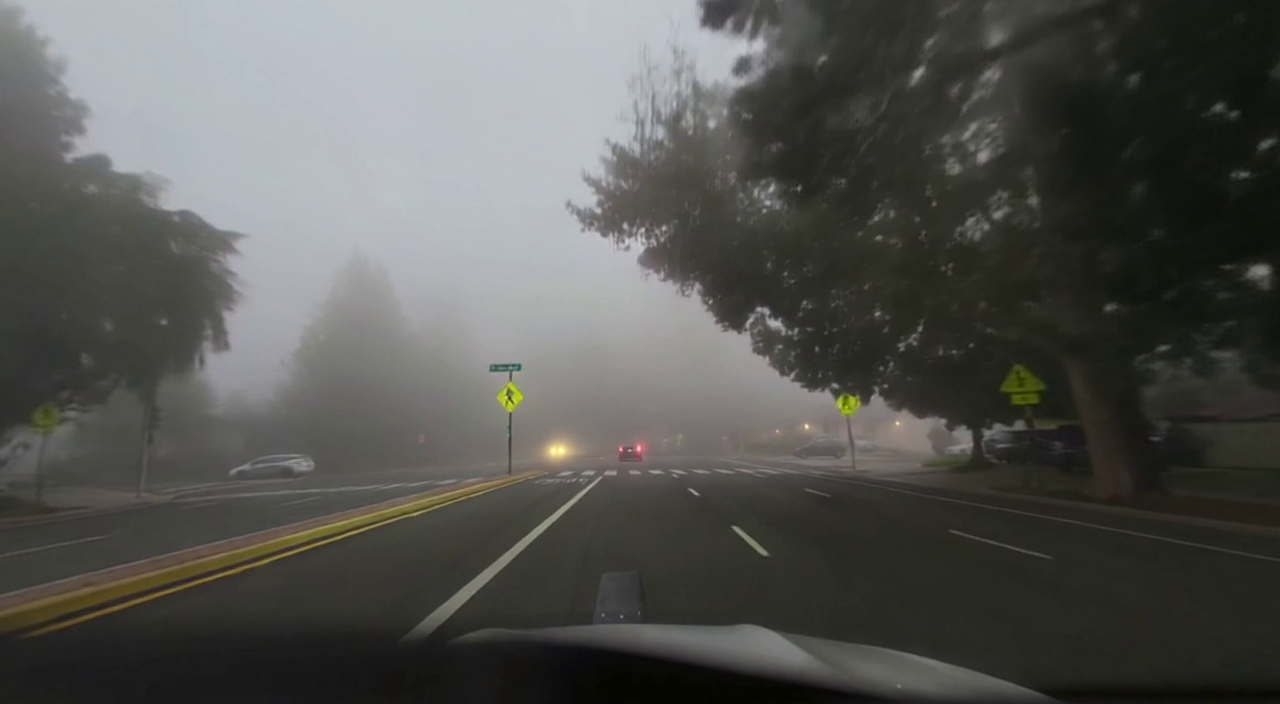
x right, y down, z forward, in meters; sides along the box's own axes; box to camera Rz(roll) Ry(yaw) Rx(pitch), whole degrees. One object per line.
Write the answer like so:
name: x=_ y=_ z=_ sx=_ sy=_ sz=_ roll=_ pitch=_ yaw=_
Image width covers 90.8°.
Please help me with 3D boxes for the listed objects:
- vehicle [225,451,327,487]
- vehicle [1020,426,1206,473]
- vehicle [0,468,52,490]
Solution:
vehicle: x=-20.327 y=6.531 z=35.412 sx=4.534 sy=1.724 sz=1.952 roll=-3 pitch=-9 yaw=1
vehicle: x=16.317 y=3.412 z=22.062 sx=4.719 sy=1.513 sz=1.899 roll=-2 pitch=-9 yaw=10
vehicle: x=-48.211 y=9.770 z=48.480 sx=1.752 sy=1.487 sz=4.464 roll=-2 pitch=-8 yaw=1
